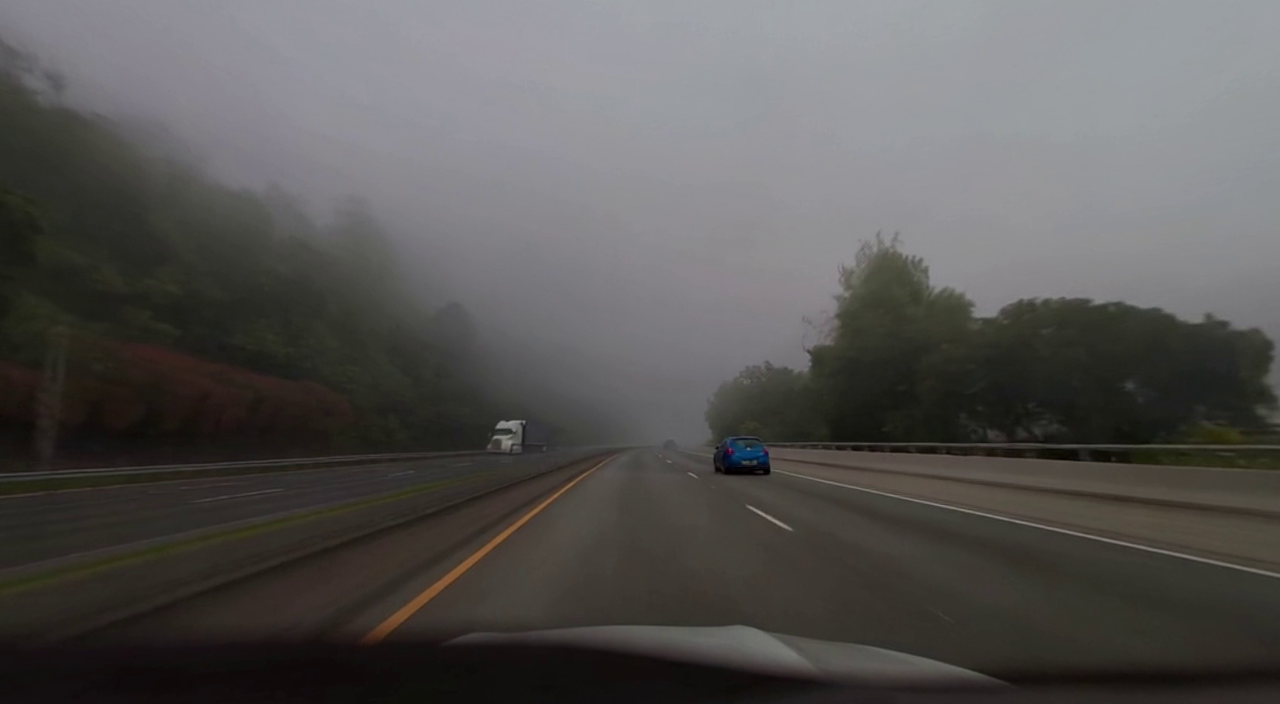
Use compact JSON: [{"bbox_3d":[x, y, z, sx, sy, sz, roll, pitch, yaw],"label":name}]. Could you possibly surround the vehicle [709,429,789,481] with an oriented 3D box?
[{"bbox_3d":[3.810,3.672,22.758,2.022,1.663,4.245,0,-8,-1],"label":"vehicle"}]
